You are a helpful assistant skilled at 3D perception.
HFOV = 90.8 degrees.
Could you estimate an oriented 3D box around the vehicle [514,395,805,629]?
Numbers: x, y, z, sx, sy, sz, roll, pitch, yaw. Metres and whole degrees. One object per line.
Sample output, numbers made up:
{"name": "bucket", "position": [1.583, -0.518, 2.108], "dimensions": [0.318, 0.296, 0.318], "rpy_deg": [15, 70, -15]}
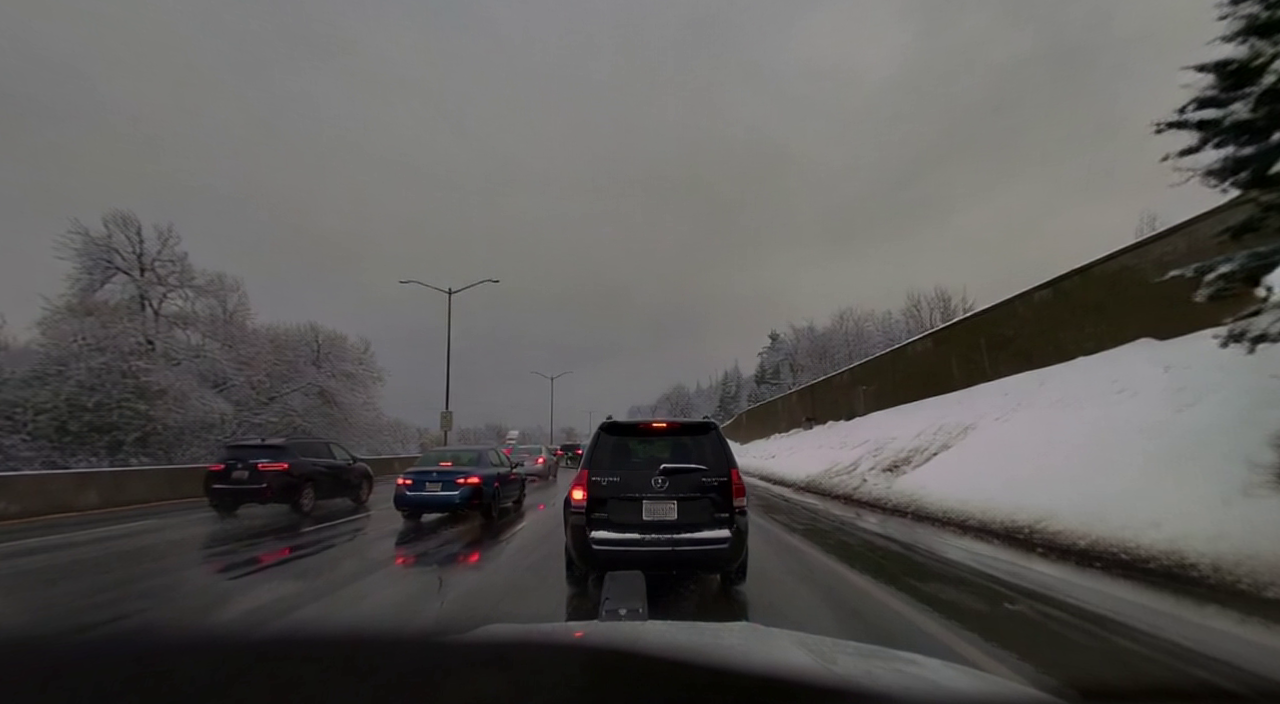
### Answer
{"name": "vehicle", "position": [0.104, 1.628, 7.546], "dimensions": [2.210, 1.760, 5.303], "rpy_deg": [0, -9, -1]}

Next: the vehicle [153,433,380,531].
{"name": "vehicle", "position": [-7.500, 2.636, 13.391], "dimensions": [1.986, 1.700, 4.558], "rpy_deg": [0, -9, 0]}

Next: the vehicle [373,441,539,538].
{"name": "vehicle", "position": [-3.240, 2.488, 12.025], "dimensions": [1.917, 1.506, 3.949], "rpy_deg": [0, -9, 1]}
